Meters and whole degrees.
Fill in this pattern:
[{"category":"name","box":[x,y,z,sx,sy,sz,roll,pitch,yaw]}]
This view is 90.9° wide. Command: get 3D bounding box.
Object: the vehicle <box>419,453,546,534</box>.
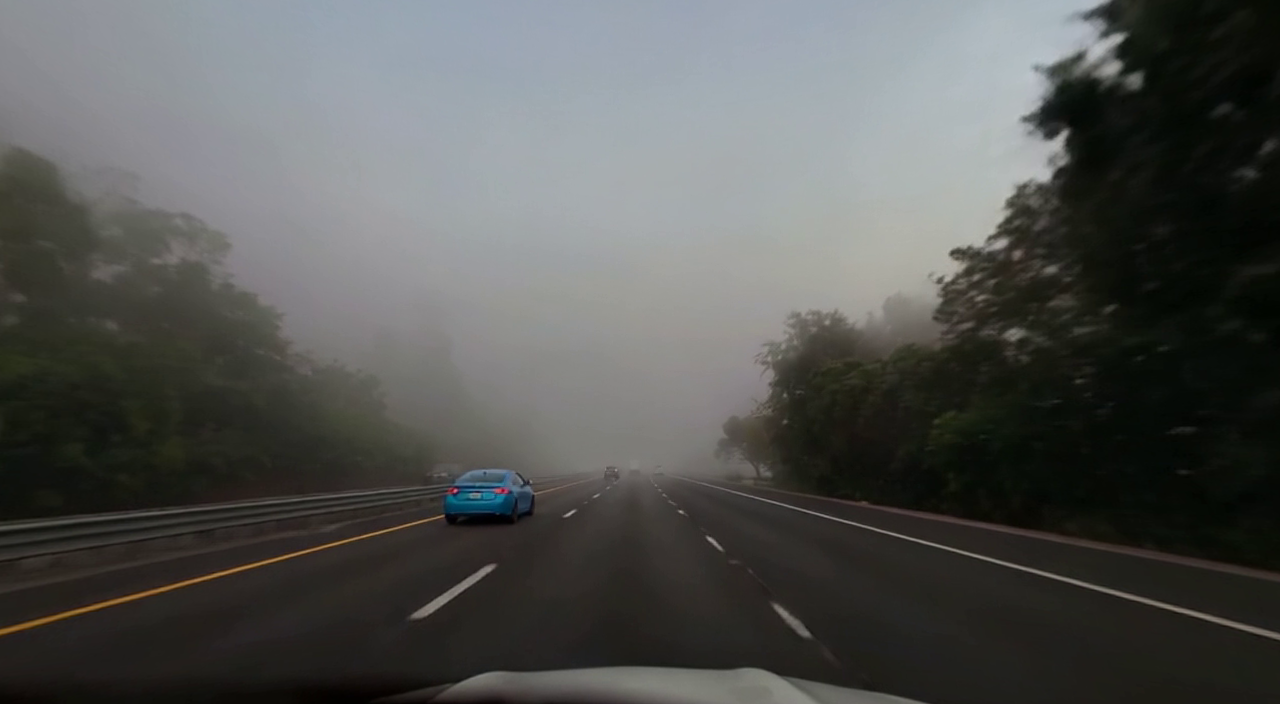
[{"category":"vehicle","box":[-3.425,3.171,14.512,1.797,1.532,4.072,1,-10,1]}]
